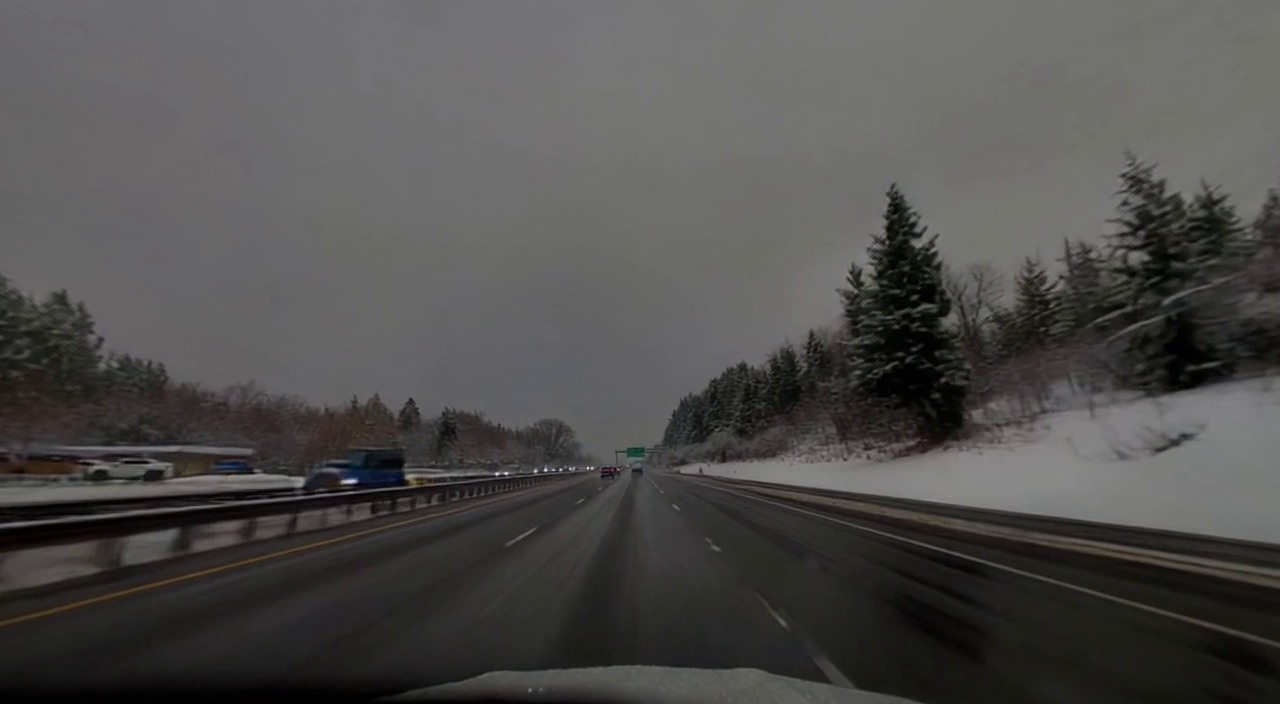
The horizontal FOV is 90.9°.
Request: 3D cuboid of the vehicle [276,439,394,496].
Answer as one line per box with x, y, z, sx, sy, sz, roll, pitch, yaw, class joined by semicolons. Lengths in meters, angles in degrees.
-12.840;4.953;27.015;2.398;2.134;4.990;1;-10;1;vehicle
